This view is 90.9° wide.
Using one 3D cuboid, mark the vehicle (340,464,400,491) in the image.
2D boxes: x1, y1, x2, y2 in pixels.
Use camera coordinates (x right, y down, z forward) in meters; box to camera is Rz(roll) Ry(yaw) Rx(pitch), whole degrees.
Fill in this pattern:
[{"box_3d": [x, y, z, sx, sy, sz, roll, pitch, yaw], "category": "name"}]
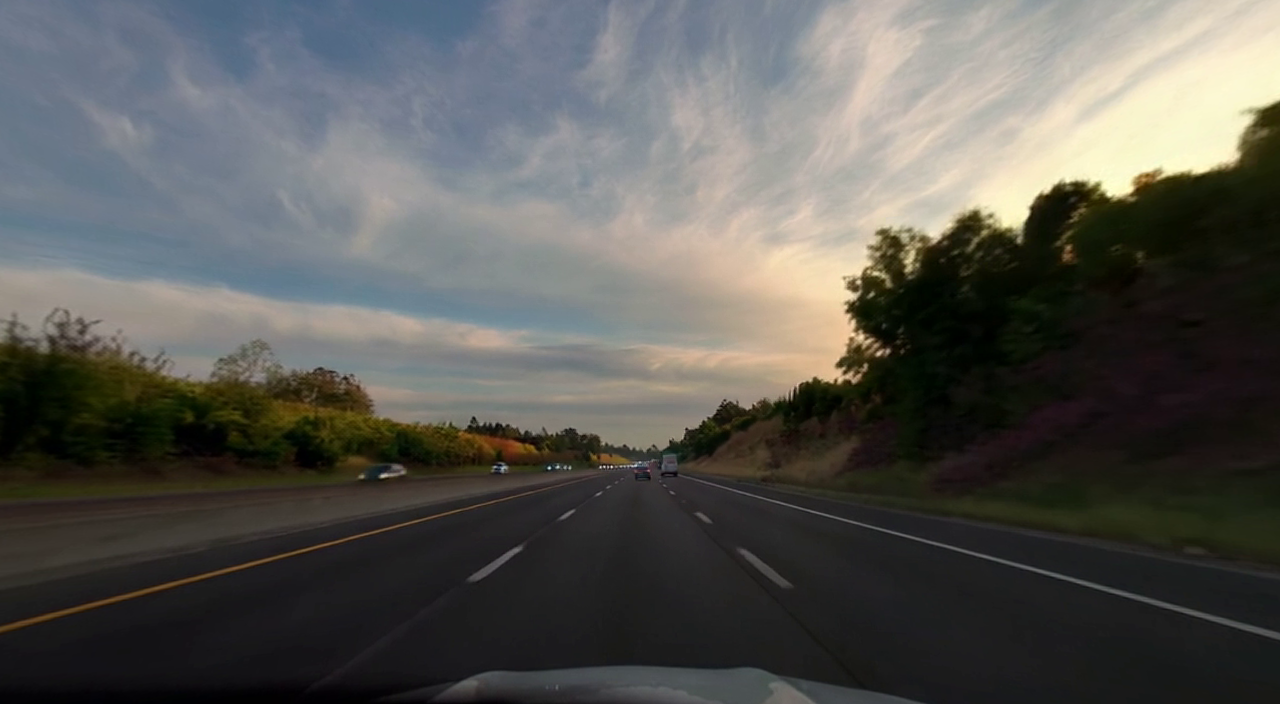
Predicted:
[{"box_3d": [-16.212, 7.523, 38.012, 1.886, 1.498, 3.705, 1, -10, 0], "category": "vehicle"}]
